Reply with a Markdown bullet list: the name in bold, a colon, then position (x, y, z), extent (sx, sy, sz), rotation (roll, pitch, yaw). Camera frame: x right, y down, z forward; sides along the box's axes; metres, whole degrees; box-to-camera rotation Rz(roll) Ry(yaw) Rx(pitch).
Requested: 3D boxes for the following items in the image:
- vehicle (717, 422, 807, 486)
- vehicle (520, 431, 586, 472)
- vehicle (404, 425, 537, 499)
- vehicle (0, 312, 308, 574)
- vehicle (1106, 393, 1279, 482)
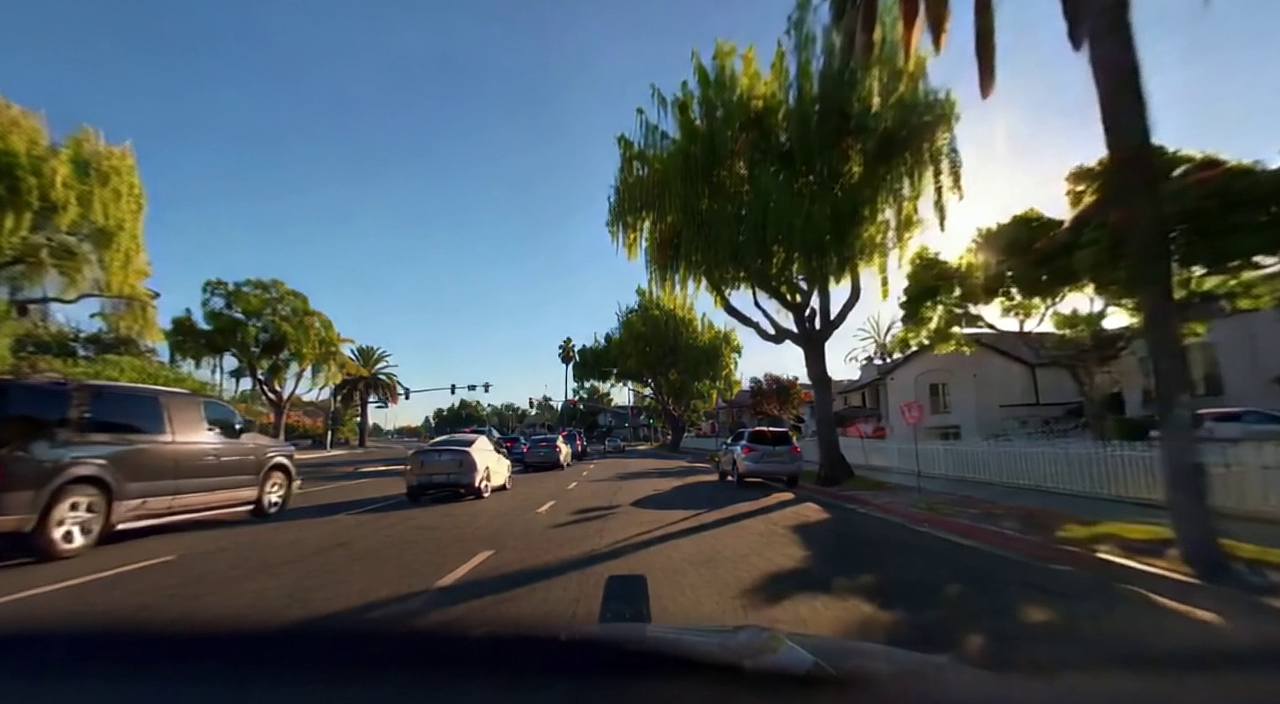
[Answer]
- **vehicle**: position (3.621, 3.107, 19.525), extent (1.801, 1.746, 4.325), rotation (0, -8, -2)
- **vehicle**: position (-3.686, 4.331, 27.667), extent (2.181, 1.636, 4.504), rotation (-1, -8, 1)
- **vehicle**: position (-4.003, 2.671, 15.737), extent (2.051, 1.572, 4.207), rotation (-1, -8, 2)
- **vehicle**: position (-6.963, 1.141, 7.936), extent (2.155, 2.399, 6.101), rotation (-1, -8, 1)
- **vehicle**: position (15.009, 2.179, 16.219), extent (4.864, 2.000, 2.353), rotation (2, -8, -20)
